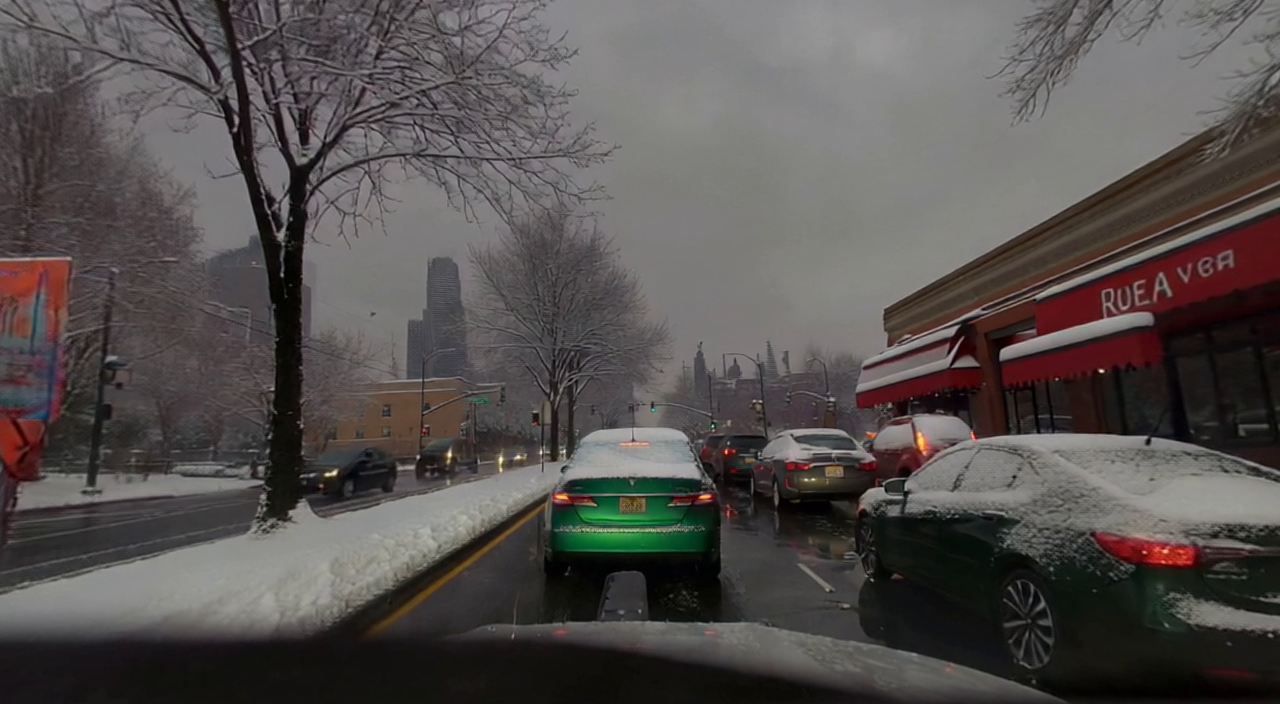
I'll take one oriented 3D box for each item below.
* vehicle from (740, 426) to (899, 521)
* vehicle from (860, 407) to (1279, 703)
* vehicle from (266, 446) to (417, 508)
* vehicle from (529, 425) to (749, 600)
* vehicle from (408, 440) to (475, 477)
[{"bbox_3d":[3.537,2.483,13.413,2.025,1.660,4.263,0,-9,-1],"label":"vehicle"},{"bbox_3d":[3.307,1.257,4.474,1.988,1.480,4.195,0,-9,0],"label":"vehicle"},{"bbox_3d":[-8.108,3.394,17.674,2.169,1.477,4.168,0,-9,0],"label":"vehicle"},{"bbox_3d":[-0.021,1.653,7.288,1.887,1.487,3.535,0,-9,0],"label":"vehicle"},{"bbox_3d":[-10.467,5.648,33.786,2.060,1.792,5.170,0,-9,-2],"label":"vehicle"}]
